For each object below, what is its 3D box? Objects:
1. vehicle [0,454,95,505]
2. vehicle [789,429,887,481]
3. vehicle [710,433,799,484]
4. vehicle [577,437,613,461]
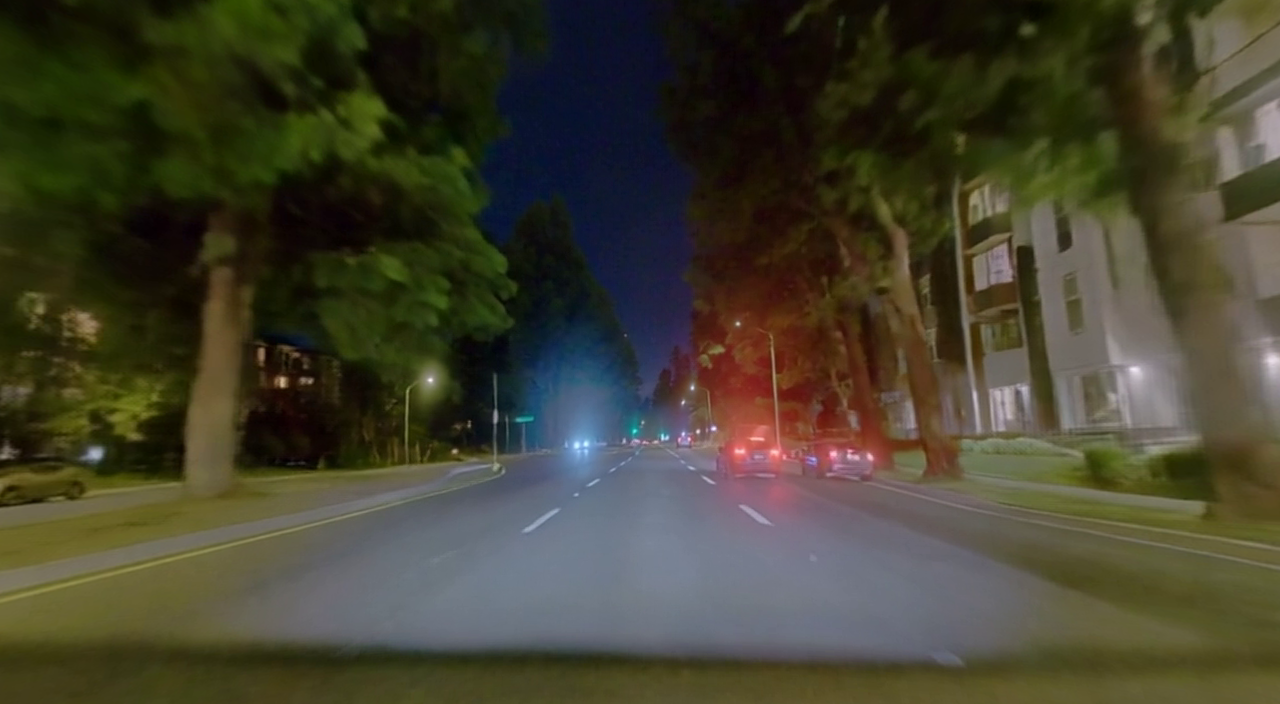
[{"bbox_3d":[-22.603,4.527,22.509,1.883,1.671,4.779,0,-8,1],"label":"vehicle"},{"bbox_3d":[7.210,3.801,23.558,2.121,1.727,4.789,0,-8,0],"label":"vehicle"},{"bbox_3d":[3.679,3.531,21.153,2.128,1.502,4.572,0,-8,0],"label":"vehicle"},{"bbox_3d":[-3.000,6.604,42.924,2.049,1.485,4.656,0,-8,1],"label":"vehicle"}]
